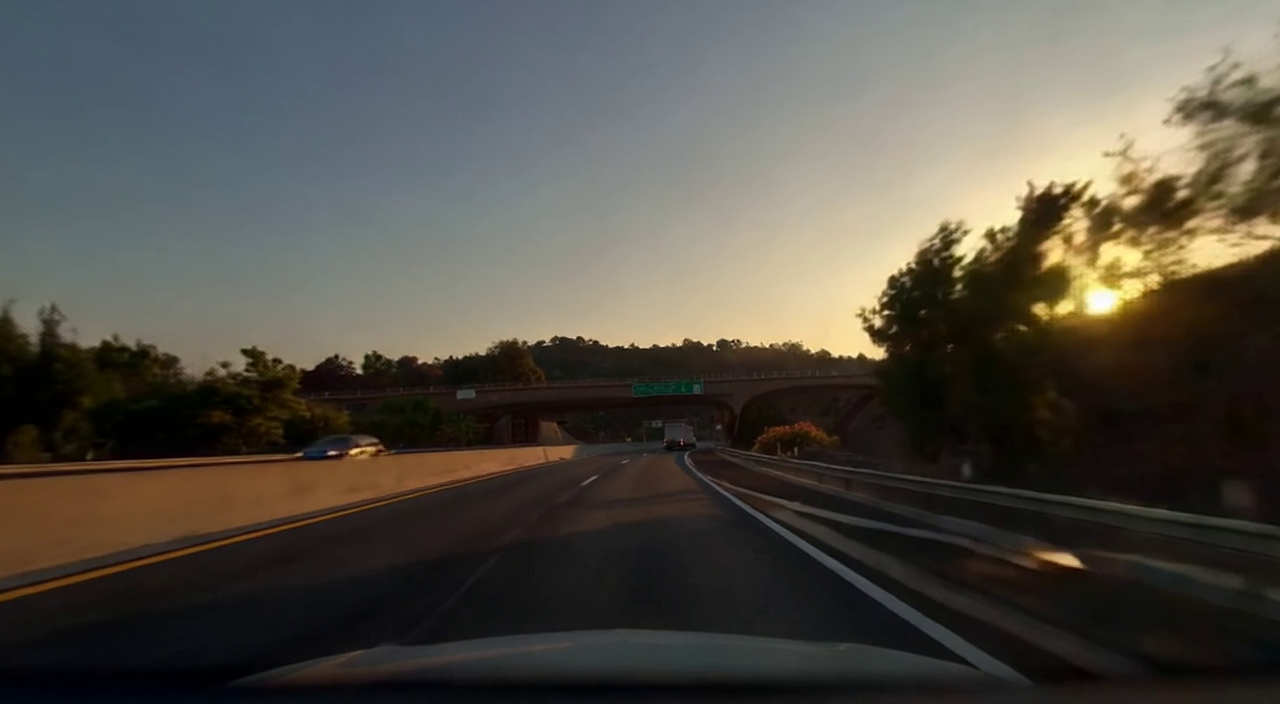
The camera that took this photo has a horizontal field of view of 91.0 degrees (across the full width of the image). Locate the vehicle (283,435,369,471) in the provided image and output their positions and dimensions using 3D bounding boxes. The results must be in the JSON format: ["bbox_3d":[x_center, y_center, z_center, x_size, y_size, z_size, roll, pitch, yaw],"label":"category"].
[{"bbox_3d":[-15.891,5.111,32.151,2.000,1.721,4.376,-1,-8,3],"label":"vehicle"}]
